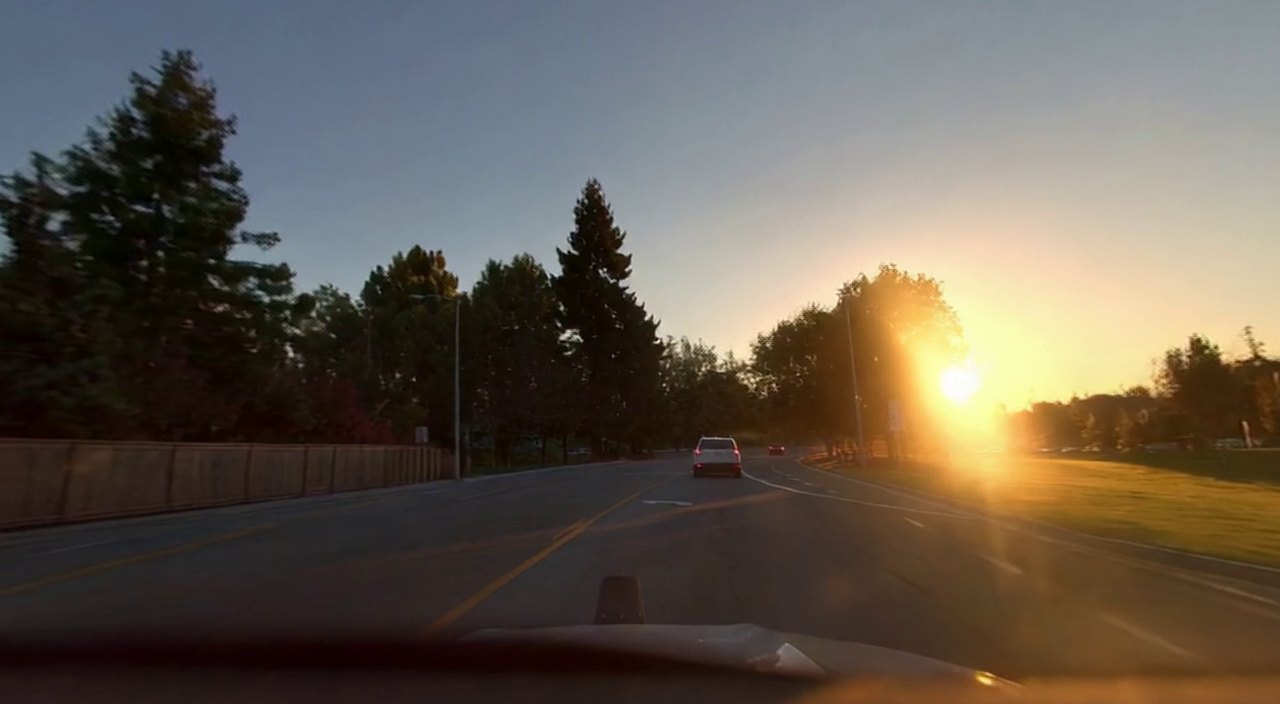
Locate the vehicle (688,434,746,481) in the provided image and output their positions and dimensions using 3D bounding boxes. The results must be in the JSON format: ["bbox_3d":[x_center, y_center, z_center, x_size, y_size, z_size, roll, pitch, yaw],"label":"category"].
[{"bbox_3d":[3.305,4.546,27.424,2.230,1.827,4.580,-1,-9,6],"label":"vehicle"}]
